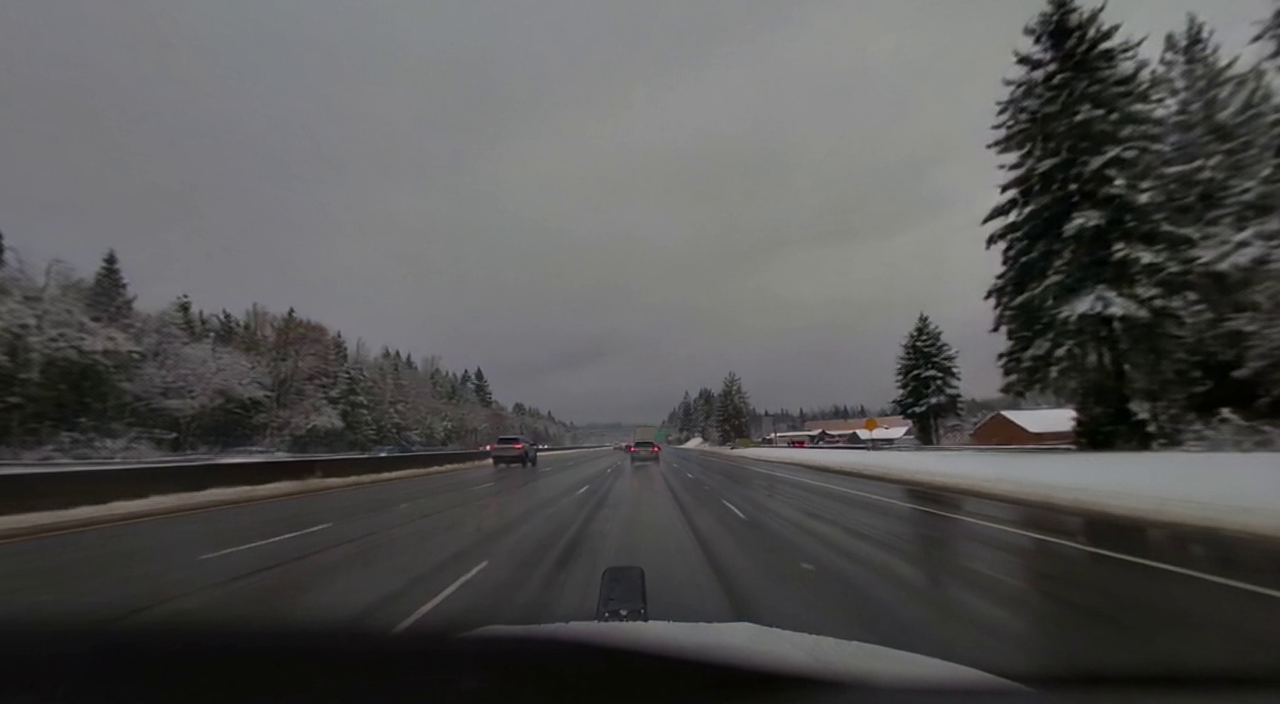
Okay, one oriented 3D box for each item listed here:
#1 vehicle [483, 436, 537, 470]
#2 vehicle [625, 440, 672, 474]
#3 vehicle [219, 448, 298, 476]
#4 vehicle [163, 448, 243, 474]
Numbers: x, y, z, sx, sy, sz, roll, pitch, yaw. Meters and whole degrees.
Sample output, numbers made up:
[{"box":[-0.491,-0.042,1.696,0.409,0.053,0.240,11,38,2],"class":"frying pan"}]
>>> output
[{"box":[-7.406,5.785,36.363,2.093,1.789,4.399,0,-8,1],"class":"vehicle"},{"box":[0.360,5.068,30.692,2.112,1.482,4.082,0,-8,0],"class":"vehicle"},{"box":[-21.448,6.194,35.689,1.836,1.469,4.067,0,-8,1],"class":"vehicle"},{"box":[-28.729,7.154,41.677,1.947,1.564,4.628,0,-8,1],"class":"vehicle"}]
